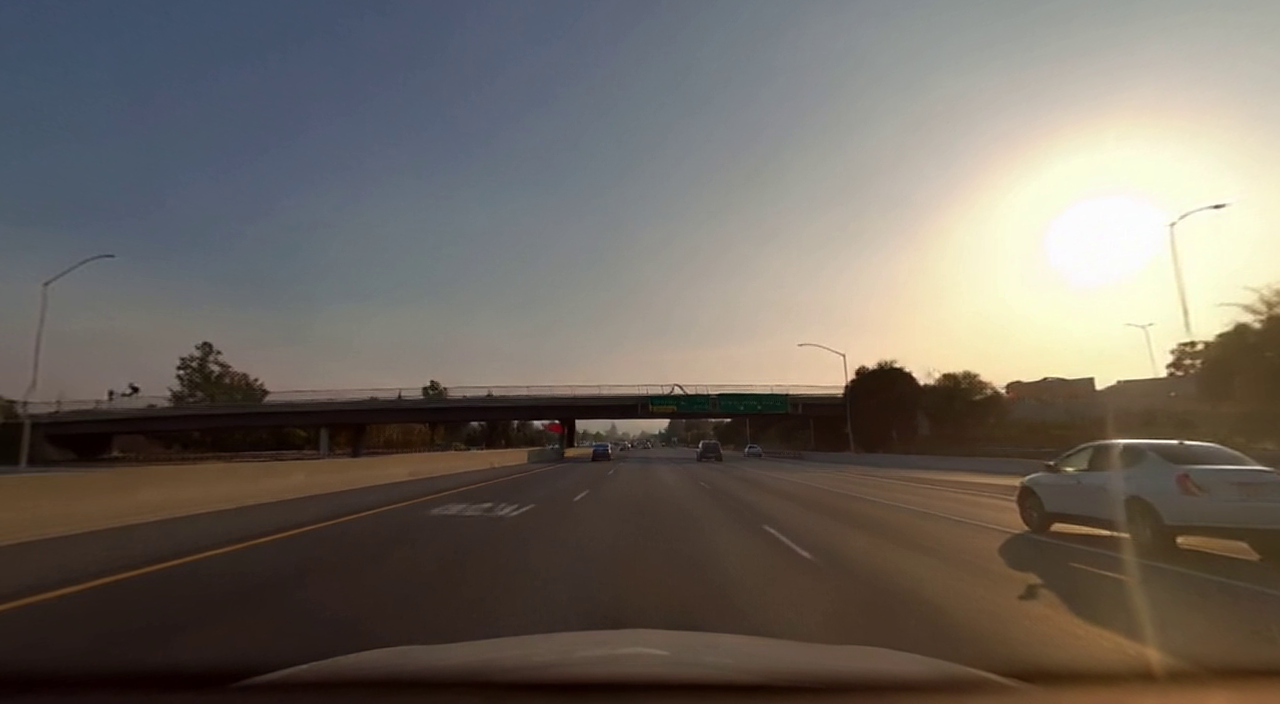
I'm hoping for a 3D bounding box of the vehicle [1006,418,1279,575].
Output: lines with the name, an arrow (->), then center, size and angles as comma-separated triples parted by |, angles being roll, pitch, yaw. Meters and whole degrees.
vehicle -> 7.619, 1.832, 8.831 | 2.032, 1.601, 4.863 | 0, -8, 0
